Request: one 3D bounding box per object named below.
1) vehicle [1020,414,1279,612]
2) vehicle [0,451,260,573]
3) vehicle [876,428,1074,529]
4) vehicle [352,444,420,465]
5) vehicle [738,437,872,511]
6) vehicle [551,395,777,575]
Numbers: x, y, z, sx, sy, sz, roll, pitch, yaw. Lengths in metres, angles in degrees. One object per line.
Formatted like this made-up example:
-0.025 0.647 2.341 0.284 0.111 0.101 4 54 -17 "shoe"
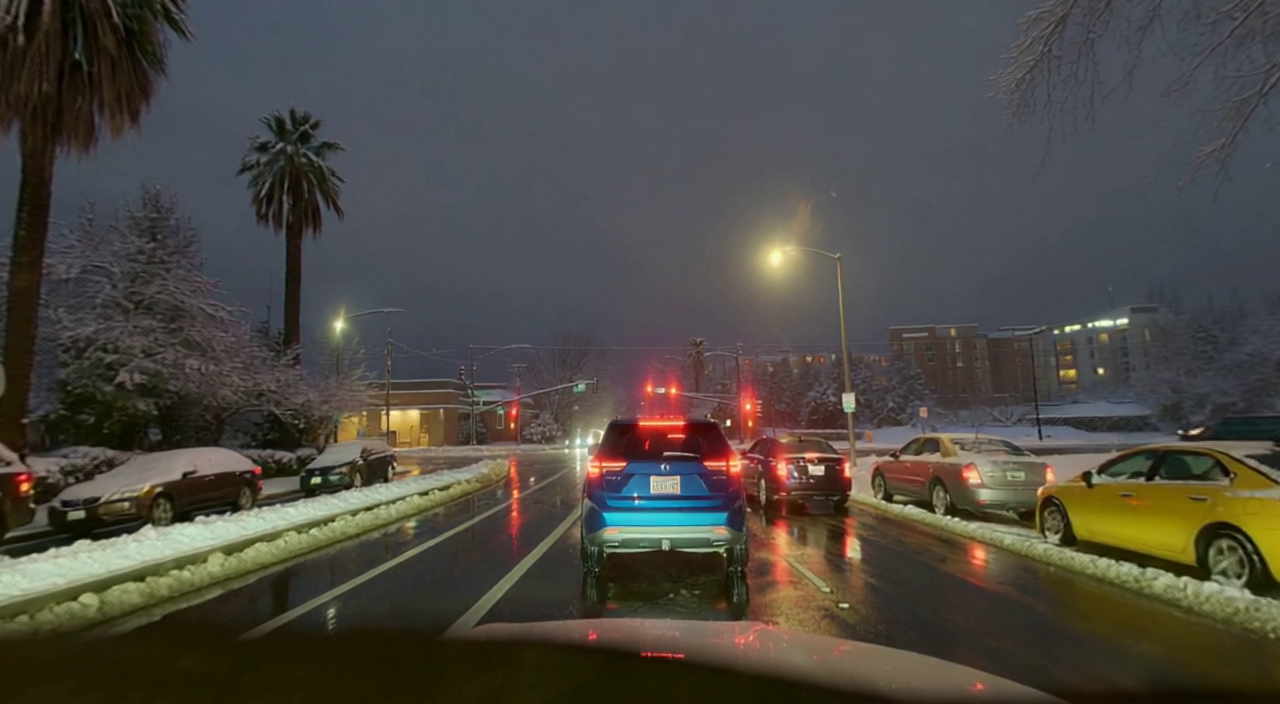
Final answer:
6.434 1.595 6.937 1.935 1.672 4.139 0 -8 1 "vehicle"
-9.587 2.804 11.874 2.054 1.467 4.595 -3 -5 1 "vehicle"
6.663 2.523 13.243 1.930 1.736 4.329 -1 -8 3 "vehicle"
-18.696 7.506 46.629 1.759 1.457 4.297 -7 -11 37 "vehicle"
3.721 2.822 15.177 2.021 1.480 4.402 0 -8 0 "vehicle"
0.254 1.656 8.564 2.264 1.798 4.258 0 -8 1 "vehicle"
